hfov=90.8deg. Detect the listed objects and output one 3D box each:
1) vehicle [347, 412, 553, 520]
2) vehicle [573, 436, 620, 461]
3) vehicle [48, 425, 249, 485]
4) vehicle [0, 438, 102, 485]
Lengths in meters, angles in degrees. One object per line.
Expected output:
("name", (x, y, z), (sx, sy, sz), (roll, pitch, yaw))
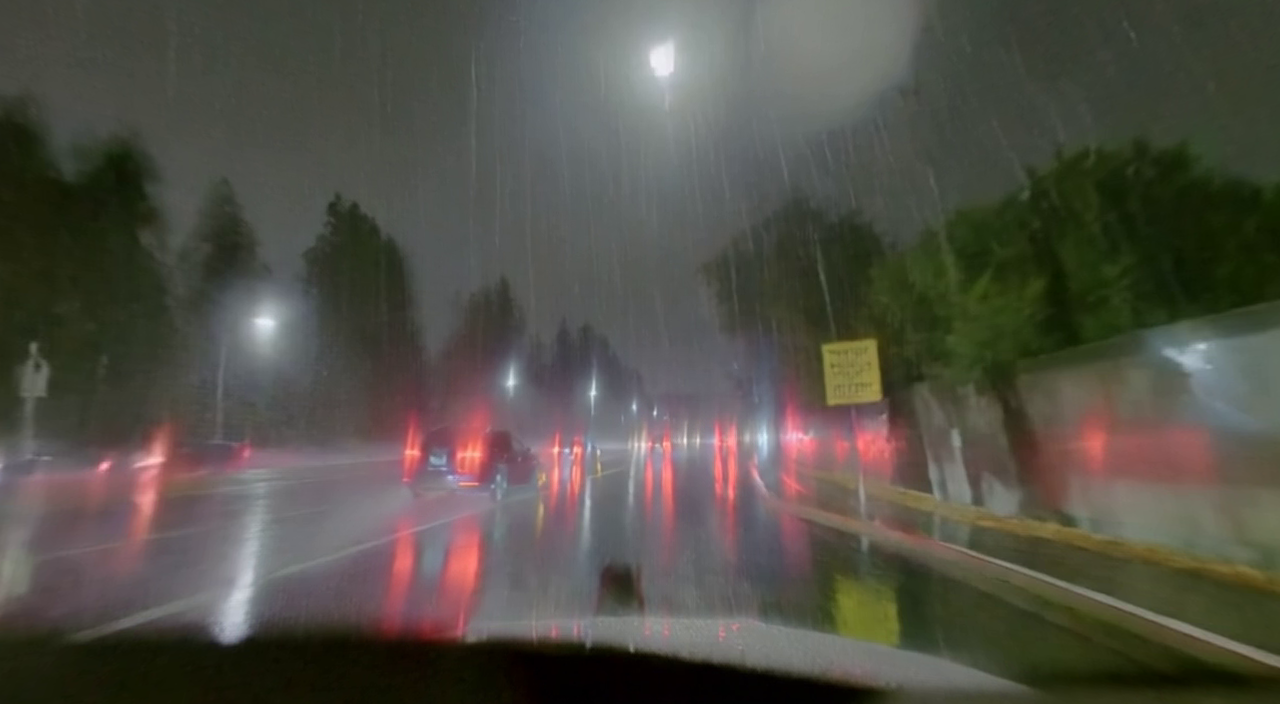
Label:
("vehicle", (-3.326, 2.134, 12.290), (2.082, 1.638, 4.644), (0, -9, 7))
("vehicle", (-2.692, 6.082, 39.816), (1.860, 1.442, 4.332), (0, -9, 11))
("vehicle", (-15.145, 3.223, 19.925), (2.109, 1.607, 4.759), (0, -9, 8))
("vehicle", (-21.632, 3.738, 21.803), (1.833, 1.507, 4.465), (0, -9, 8))
